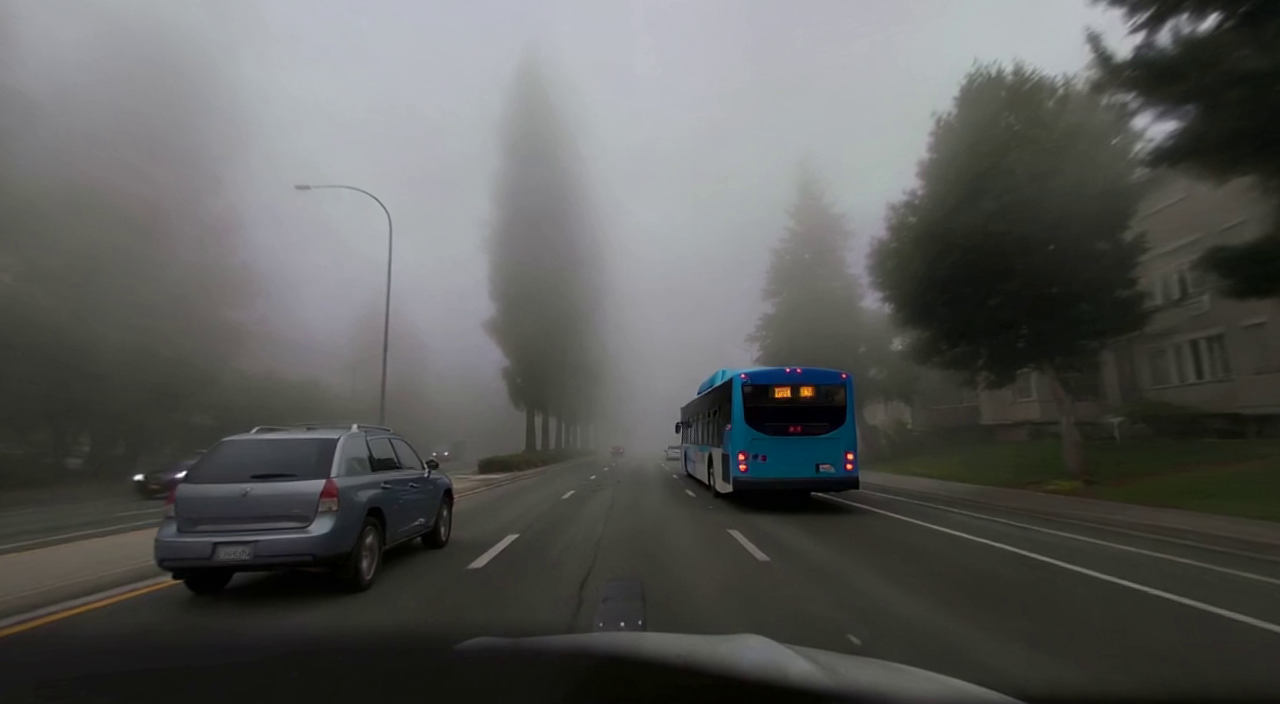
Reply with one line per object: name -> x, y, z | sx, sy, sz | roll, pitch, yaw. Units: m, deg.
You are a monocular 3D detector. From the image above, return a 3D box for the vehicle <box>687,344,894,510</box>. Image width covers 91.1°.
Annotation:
vehicle -> 3.422, 2.393, 18.804 | 3.072, 3.278, 12.747 | 0, -8, 0

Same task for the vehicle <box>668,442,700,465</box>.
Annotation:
vehicle -> 3.068, 7.180, 44.565 | 1.945, 1.481, 4.263 | 0, -8, -1

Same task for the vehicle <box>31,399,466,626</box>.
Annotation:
vehicle -> -3.684, 1.574, 7.159 | 2.111, 1.767, 4.333 | 0, -8, 0
